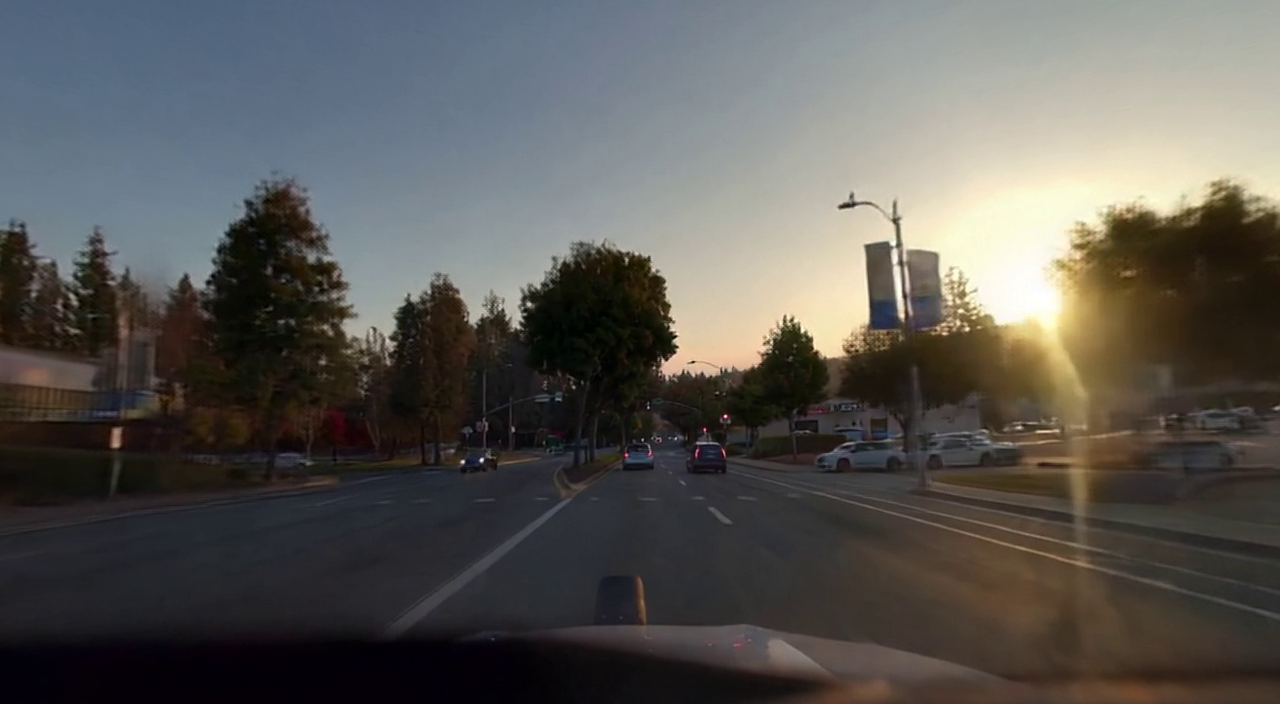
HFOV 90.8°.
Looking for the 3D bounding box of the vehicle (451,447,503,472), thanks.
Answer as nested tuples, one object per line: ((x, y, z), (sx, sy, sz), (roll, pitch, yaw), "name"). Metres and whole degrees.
((-10.129, 6.715, 39.561), (2.033, 1.439, 4.567), (0, -9, 0), "vehicle")

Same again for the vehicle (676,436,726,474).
((3.014, 5.225, 32.218), (2.046, 1.768, 4.370), (0, -9, -1), "vehicle")

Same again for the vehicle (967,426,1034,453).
((23.979, 5.840, 42.205), (1.956, 1.626, 4.151), (1, -8, 0), "vehicle")

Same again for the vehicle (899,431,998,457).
((18.183, 5.456, 37.407), (4.793, 1.470, 1.961), (0, -9, 1), "vehicle")

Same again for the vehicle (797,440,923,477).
((9.302, 4.555, 27.062), (4.662, 1.495, 1.998), (-1, -9, 5), "vehicle")

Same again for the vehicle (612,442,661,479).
((-0.149, 4.624, 27.163), (1.917, 1.418, 3.987), (0, -9, 0), "vehicle")
